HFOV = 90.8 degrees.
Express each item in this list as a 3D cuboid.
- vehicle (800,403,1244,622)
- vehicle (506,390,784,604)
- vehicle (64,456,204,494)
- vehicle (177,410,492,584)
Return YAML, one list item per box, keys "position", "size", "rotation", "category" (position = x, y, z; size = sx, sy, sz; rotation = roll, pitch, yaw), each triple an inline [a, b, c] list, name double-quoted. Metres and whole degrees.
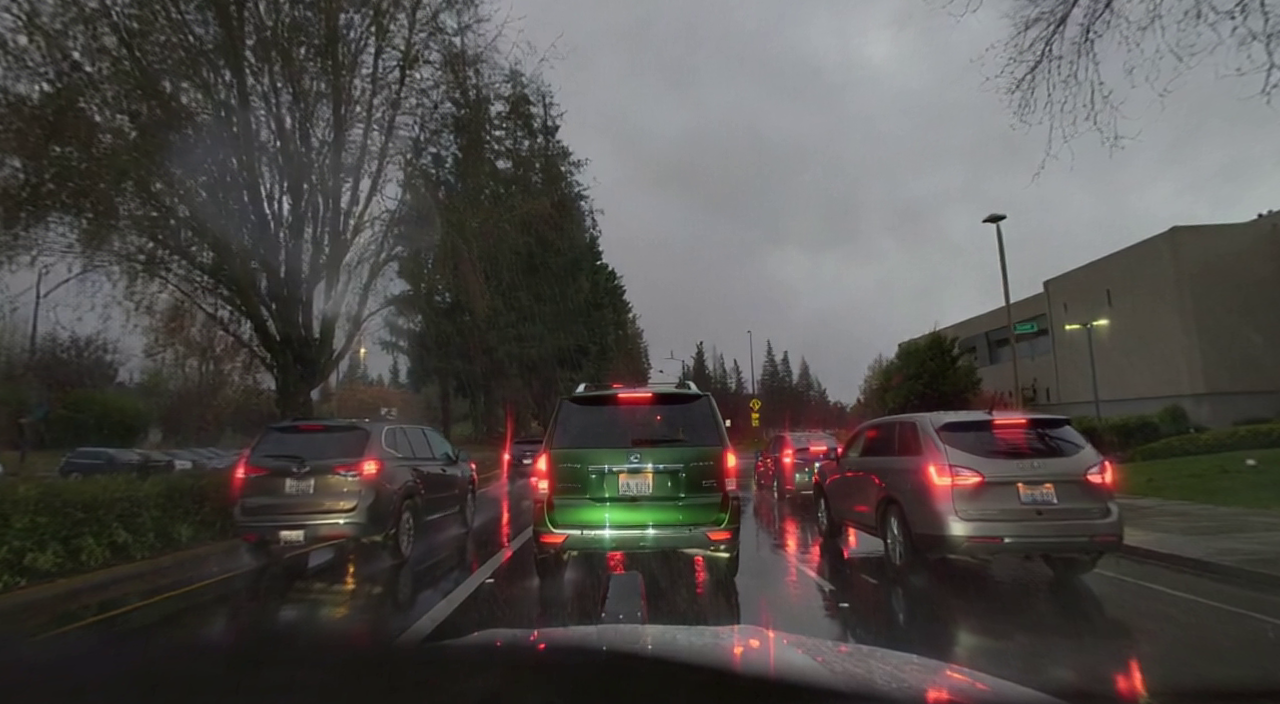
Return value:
- position: [3.477, 1.549, 7.045]
  size: [2.202, 1.657, 4.298]
  rotation: [0, -9, -1]
  category: "vehicle"
- position: [0.024, 1.490, 7.248]
  size: [2.294, 1.761, 3.857]
  rotation: [0, -9, -1]
  category: "vehicle"
- position: [-22.332, 5.413, 28.201]
  size: [2.312, 1.443, 4.684]
  rotation: [0, -9, 1]
  category: "vehicle"
- position: [-3.377, 1.679, 8.076]
  size: [1.961, 1.639, 4.064]
  rotation: [0, -9, 0]
  category: "vehicle"
